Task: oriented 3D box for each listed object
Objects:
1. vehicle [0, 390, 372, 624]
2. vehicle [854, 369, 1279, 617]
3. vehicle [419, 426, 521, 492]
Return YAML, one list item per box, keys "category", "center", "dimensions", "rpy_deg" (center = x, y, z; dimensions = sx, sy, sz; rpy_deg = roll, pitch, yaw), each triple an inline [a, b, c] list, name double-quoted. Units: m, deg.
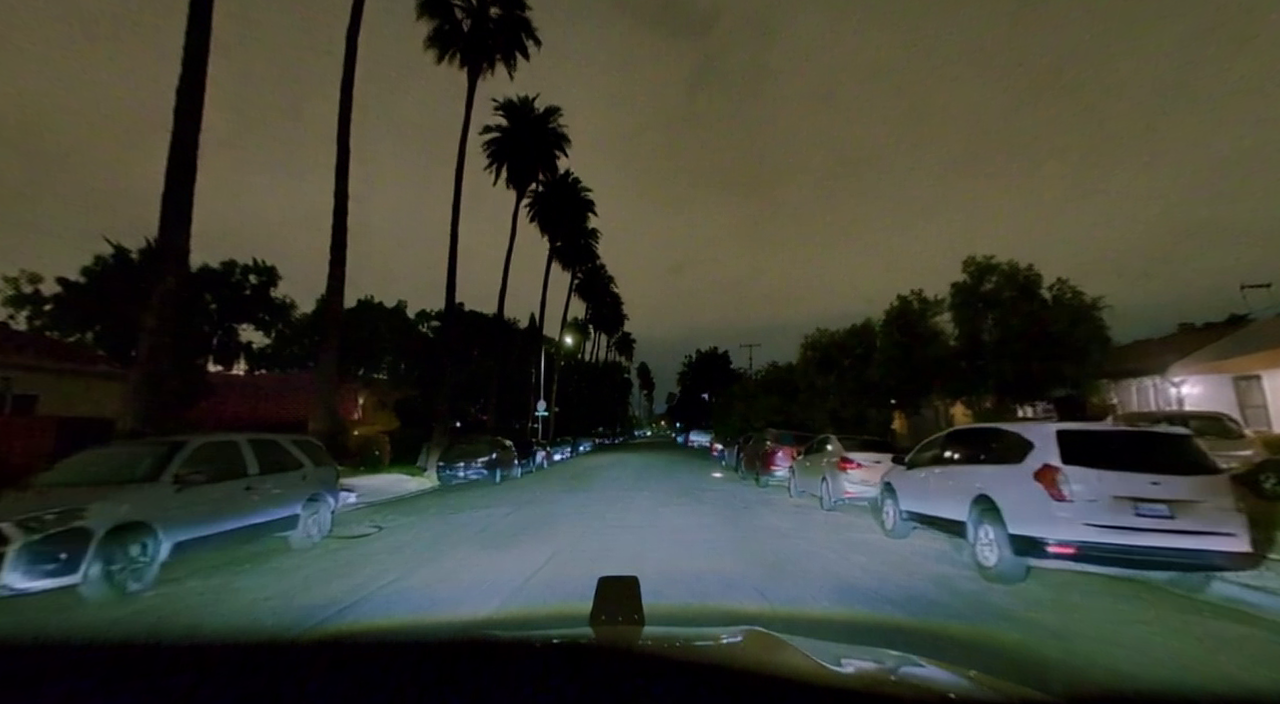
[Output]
- category: "vehicle"
  center: [-5.476, 1.603, 7.620]
  dimensions: [2.020, 1.819, 5.168]
  rpy_deg: [-1, -9, 2]
- category: "vehicle"
  center: [4.242, 1.452, 7.405]
  dimensions: [1.964, 1.889, 4.708]
  rpy_deg: [2, -8, 2]
- category: "vehicle"
  center: [-5.174, 3.328, 19.902]
  dimensions: [1.947, 1.803, 4.381]
  rpy_deg: [-1, -8, 0]
